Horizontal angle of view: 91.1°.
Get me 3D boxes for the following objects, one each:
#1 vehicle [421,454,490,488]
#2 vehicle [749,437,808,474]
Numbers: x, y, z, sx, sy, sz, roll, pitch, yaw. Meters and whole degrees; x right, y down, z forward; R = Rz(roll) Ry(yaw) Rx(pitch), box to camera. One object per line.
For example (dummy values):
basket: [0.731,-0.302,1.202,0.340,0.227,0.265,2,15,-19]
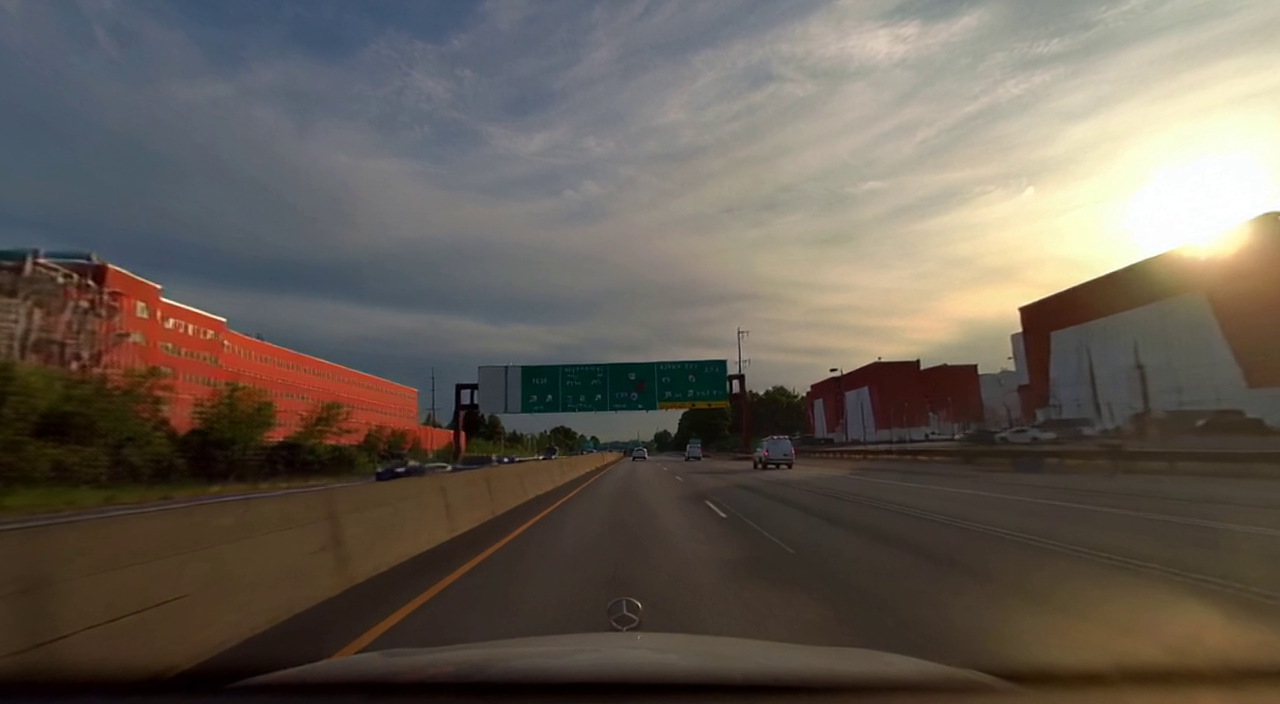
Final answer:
vehicle: [-8.565,5.537,29.639,2.081,1.430,4.107,0,-9,-1]
vehicle: [7.750,5.866,35.716,2.156,1.943,5.010,0,-9,-1]
